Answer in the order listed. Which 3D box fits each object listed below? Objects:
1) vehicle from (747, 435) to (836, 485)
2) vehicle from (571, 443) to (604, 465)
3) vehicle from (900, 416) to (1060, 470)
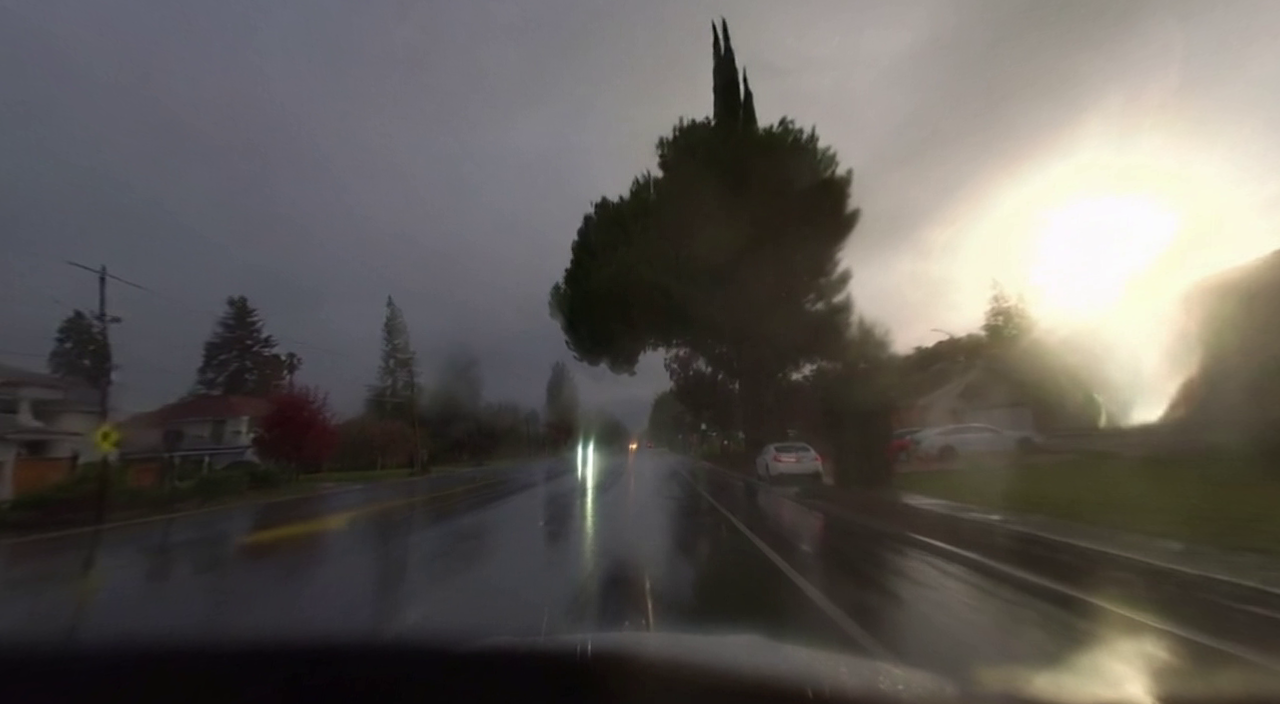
[{"bbox_3d":[5.168,3.764,22.187,1.995,1.546,4.474,0,-9,0],"label":"vehicle"},{"bbox_3d":[-3.625,7.165,44.366,1.973,1.400,3.915,0,-9,1],"label":"vehicle"},{"bbox_3d":[10.950,2.977,20.590,4.037,1.673,1.983,0,-9,3],"label":"vehicle"}]
